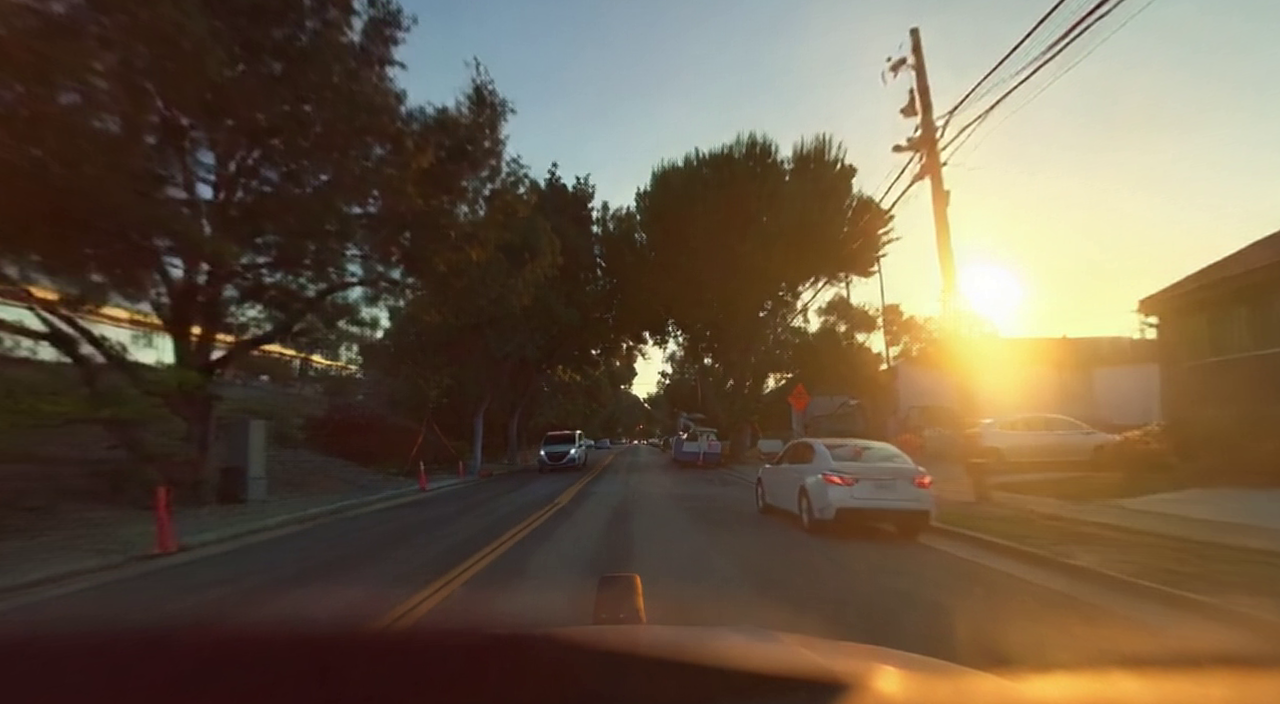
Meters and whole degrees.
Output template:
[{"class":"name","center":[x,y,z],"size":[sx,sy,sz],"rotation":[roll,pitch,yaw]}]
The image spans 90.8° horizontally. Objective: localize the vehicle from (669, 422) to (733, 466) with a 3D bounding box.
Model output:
[{"class":"vehicle","center":[3.098,4.940,33.729],"size":[2.759,2.114,6.152],"rotation":[0,-9,0]}]

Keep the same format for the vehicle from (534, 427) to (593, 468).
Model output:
[{"class":"vehicle","center":[-3.836,4.981,32.895],"size":[2.358,1.921,5.675],"rotation":[0,-9,0]}]

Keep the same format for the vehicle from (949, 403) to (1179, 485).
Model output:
[{"class":"vehicle","center":[11.278,2.493,17.133],"size":[4.633,2.059,2.050],"rotation":[0,-9,2]}]

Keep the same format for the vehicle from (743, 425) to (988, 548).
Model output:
[{"class":"vehicle","center":[3.161,2.003,10.145],"size":[2.006,1.482,4.722],"rotation":[0,-9,-3]}]
